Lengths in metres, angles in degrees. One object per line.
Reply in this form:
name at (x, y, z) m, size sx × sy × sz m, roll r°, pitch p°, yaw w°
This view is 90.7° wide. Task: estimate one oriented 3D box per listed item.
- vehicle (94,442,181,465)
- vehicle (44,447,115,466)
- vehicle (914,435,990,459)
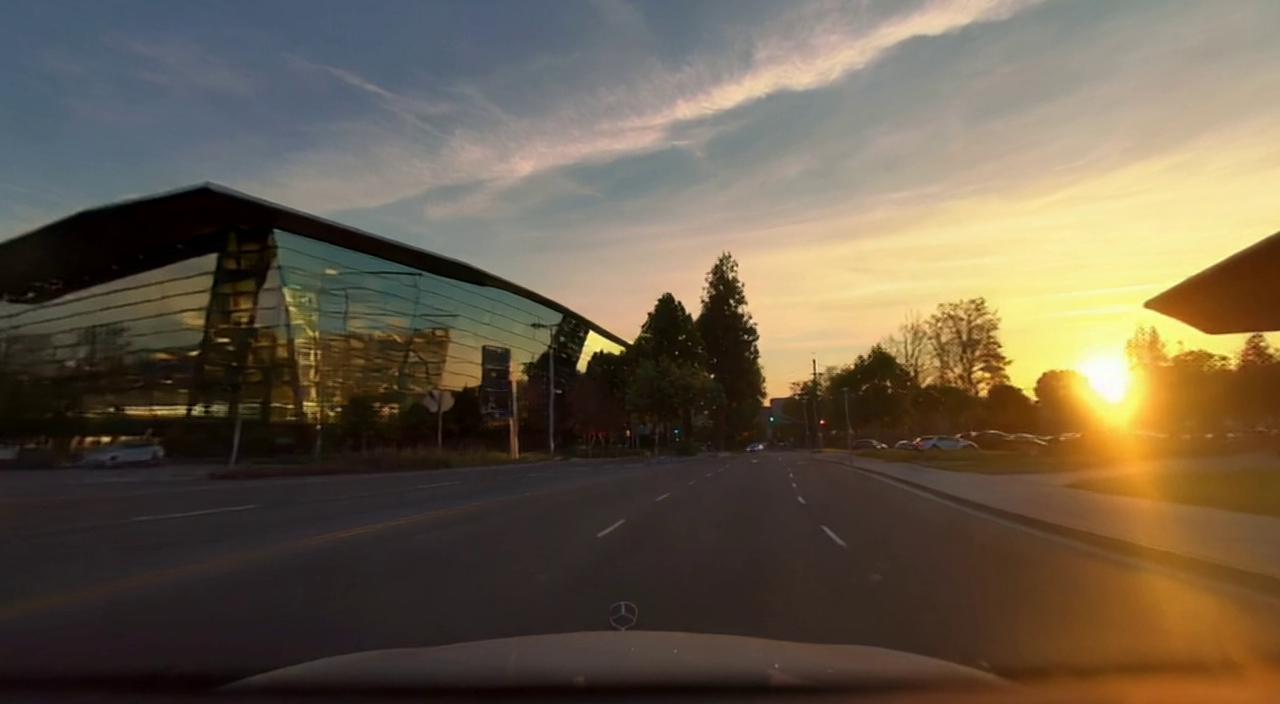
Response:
vehicle at (-38.724, 7.841, 48.949) m, size 1.946 × 1.658 × 5.042 m, roll -2°, pitch -9°, yaw 13°
vehicle at (-43.890, 8.165, 49.673) m, size 1.713 × 1.421 × 3.799 m, roll -2°, pitch -9°, yaw 12°
vehicle at (21.643, 6.611, 44.076) m, size 4.341 × 1.479 × 1.729 m, roll -3°, pitch -7°, yaw 13°
